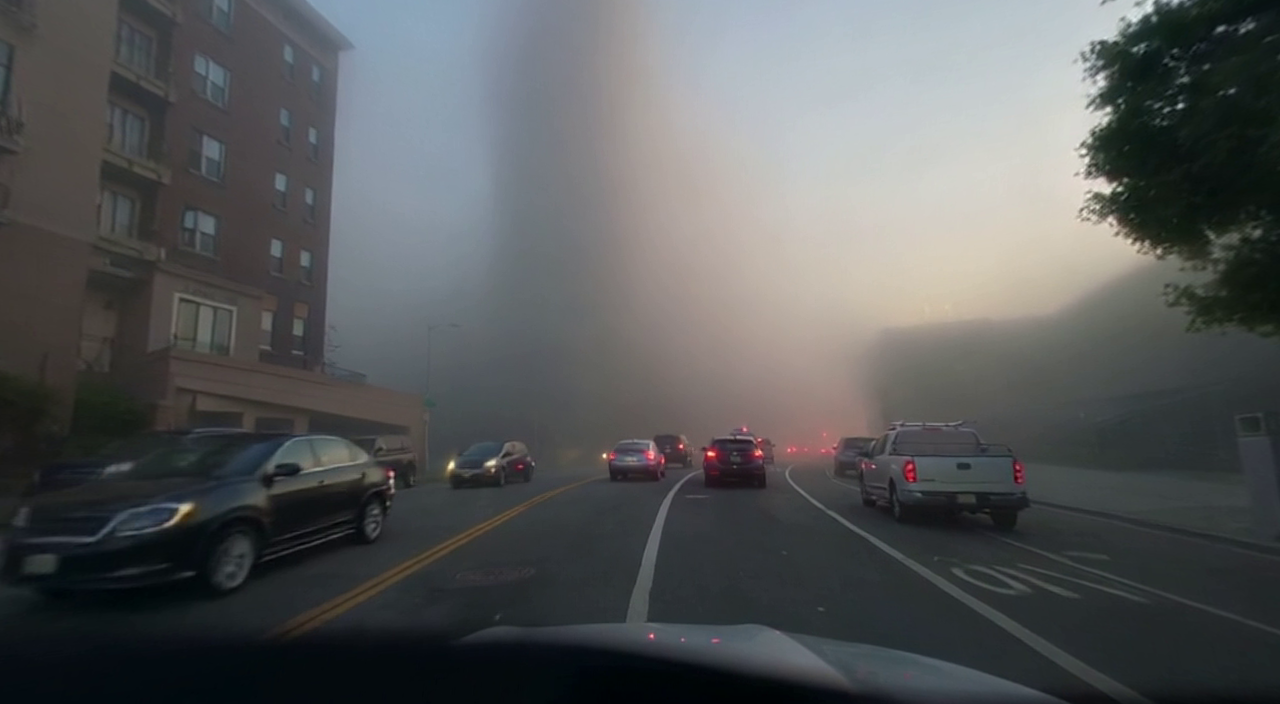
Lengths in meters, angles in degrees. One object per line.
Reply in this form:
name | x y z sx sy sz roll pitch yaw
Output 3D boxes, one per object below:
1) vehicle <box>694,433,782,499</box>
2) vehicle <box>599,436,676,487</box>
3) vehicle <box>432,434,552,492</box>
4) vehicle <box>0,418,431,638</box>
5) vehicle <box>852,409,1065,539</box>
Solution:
vehicle | 2.597 2.931 16.662 1.982 1.510 4.144 -1 -8 9
vehicle | 0.028 3.502 20.495 2.031 1.461 3.763 -1 -8 7
vehicle | -4.424 3.387 19.666 2.086 1.565 4.281 -2 -8 10
vehicle | -4.129 1.548 6.728 2.028 1.478 4.682 0 -8 2
vehicle | 5.179 2.016 11.079 2.088 1.775 4.454 -1 -8 10
